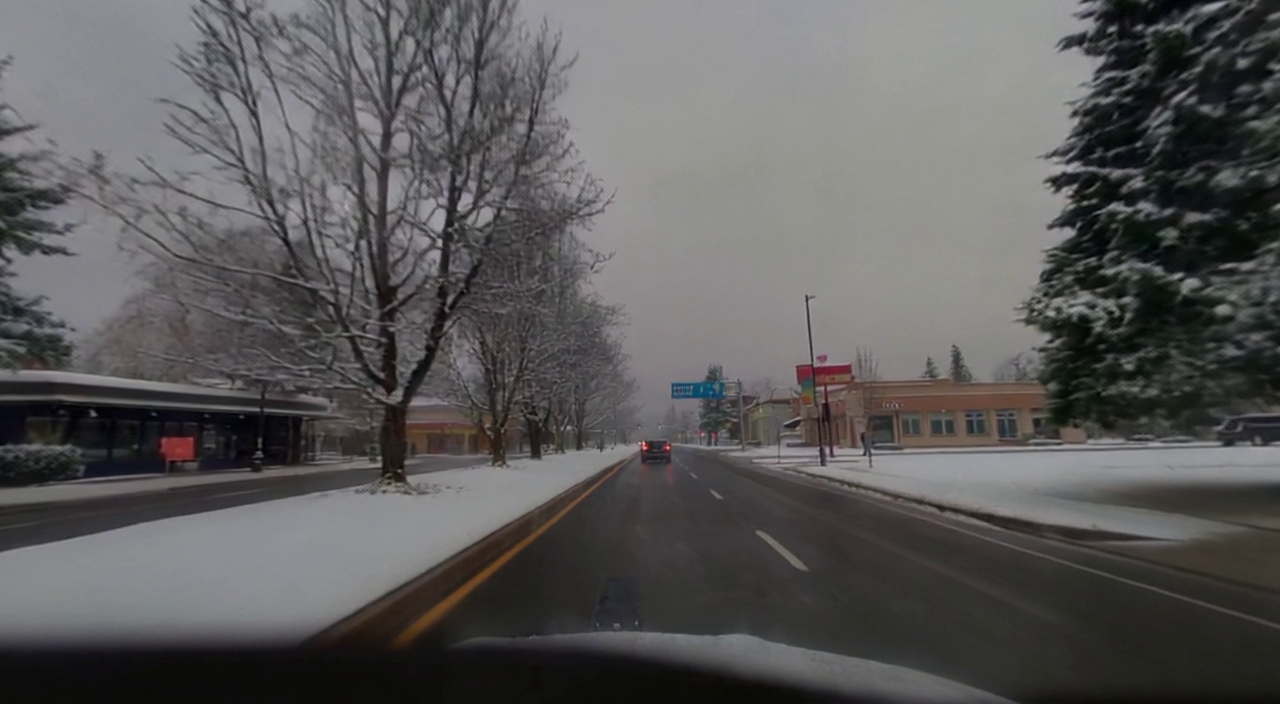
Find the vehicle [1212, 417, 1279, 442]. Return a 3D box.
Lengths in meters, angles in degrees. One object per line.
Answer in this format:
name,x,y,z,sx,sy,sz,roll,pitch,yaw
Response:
vehicle,37.526,4.642,37.637,4.637,1.477,1.823,-1,-8,2

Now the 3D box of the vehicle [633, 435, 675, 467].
vehicle,0.866,5.657,36.196,2.235,1.719,4.292,0,-8,3
